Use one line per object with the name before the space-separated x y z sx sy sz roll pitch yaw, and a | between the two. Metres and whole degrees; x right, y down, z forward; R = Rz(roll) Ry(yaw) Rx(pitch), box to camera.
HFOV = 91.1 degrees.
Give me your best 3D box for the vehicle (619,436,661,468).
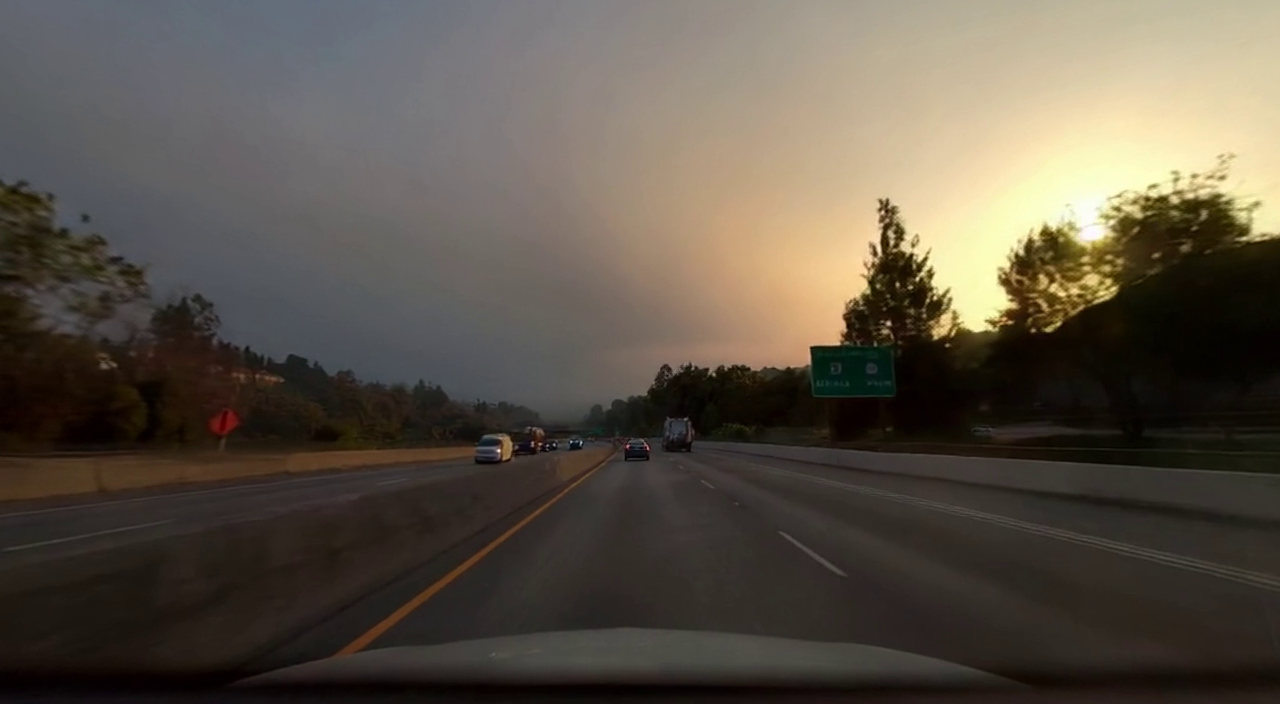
vehicle | -0.019 5.077 32.044 2.004 1.472 4.075 0 -8 -1
